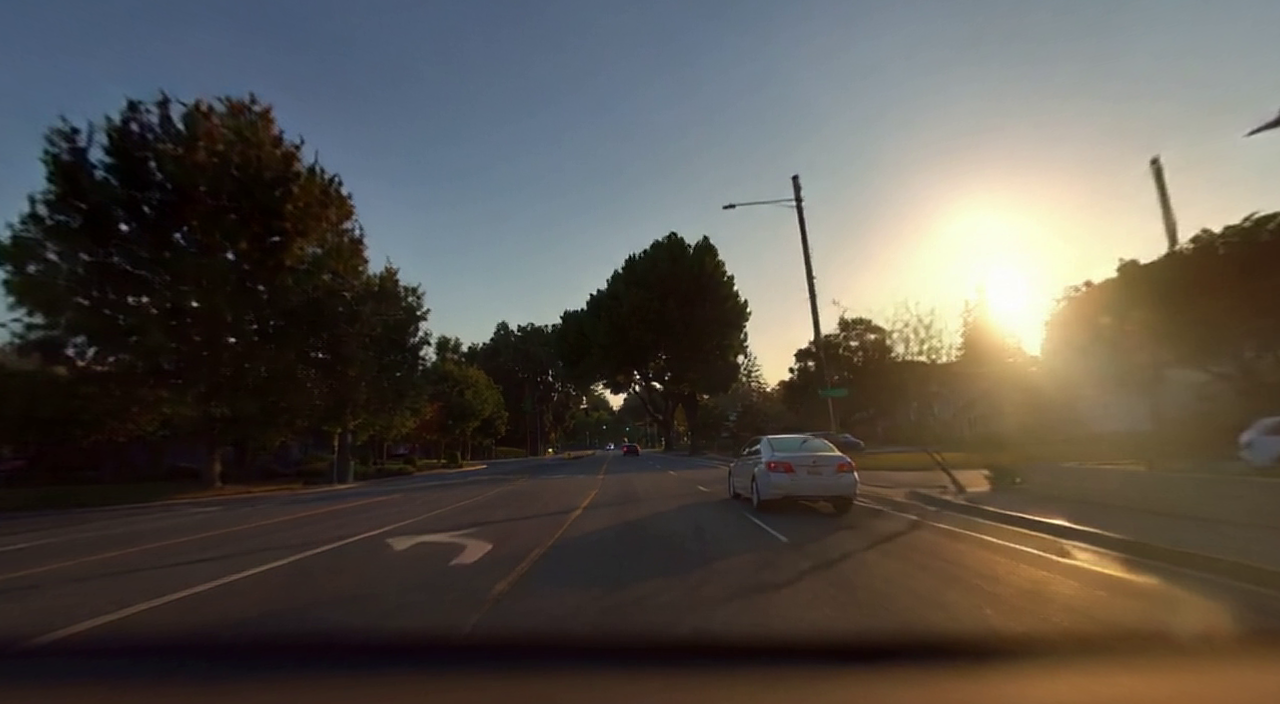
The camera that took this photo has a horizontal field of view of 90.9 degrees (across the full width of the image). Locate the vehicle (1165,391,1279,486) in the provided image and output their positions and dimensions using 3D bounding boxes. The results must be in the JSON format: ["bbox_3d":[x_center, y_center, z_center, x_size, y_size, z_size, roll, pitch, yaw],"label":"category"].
[{"bbox_3d":[14.355,1.806,13.180,4.788,1.815,2.114,0,-8,0],"label":"vehicle"}]

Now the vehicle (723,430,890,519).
[{"bbox_3d":[3.093,2.384,12.823,2.134,1.476,4.327,0,-8,-1],"label":"vehicle"}]
